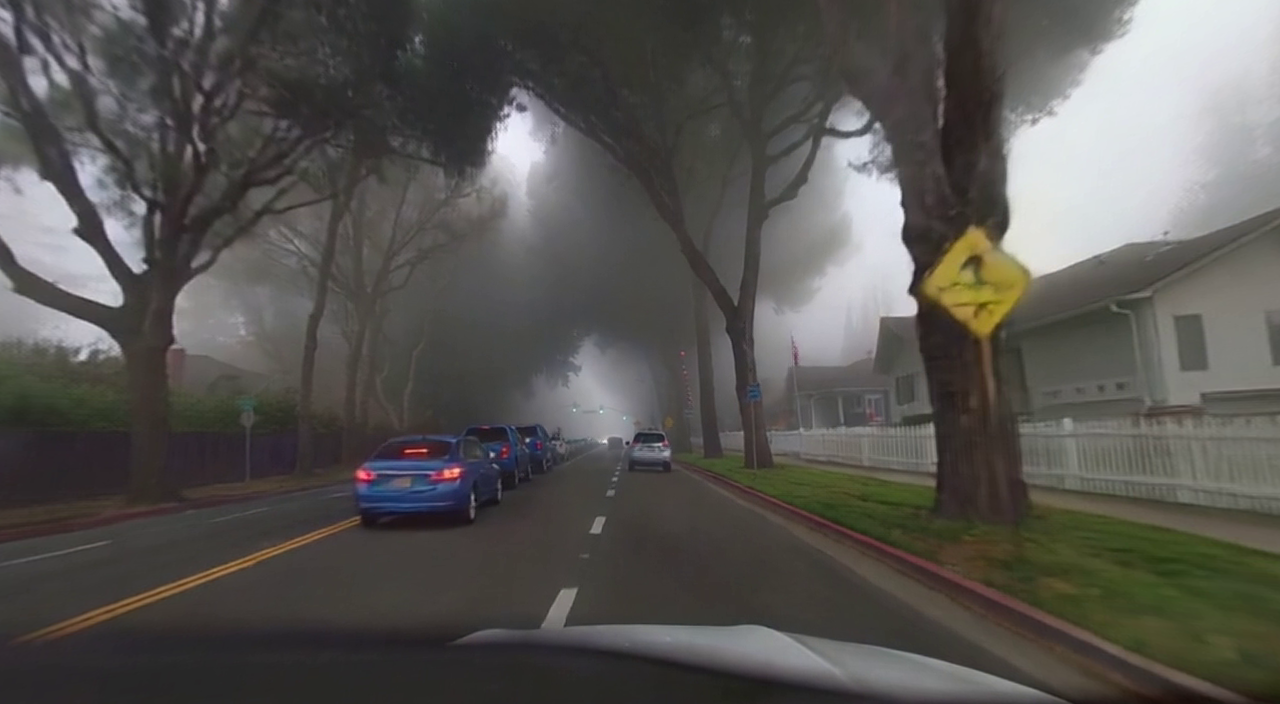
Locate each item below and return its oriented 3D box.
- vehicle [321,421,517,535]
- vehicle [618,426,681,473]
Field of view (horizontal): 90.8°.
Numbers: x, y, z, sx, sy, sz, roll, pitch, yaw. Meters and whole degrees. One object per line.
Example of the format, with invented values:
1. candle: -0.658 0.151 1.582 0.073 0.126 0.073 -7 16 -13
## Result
1. vehicle: -3.373 2.006 10.711 1.919 1.501 4.509 0 -8 -3
2. vehicle: 0.277 3.871 25.271 2.258 1.682 4.635 0 -8 -2
